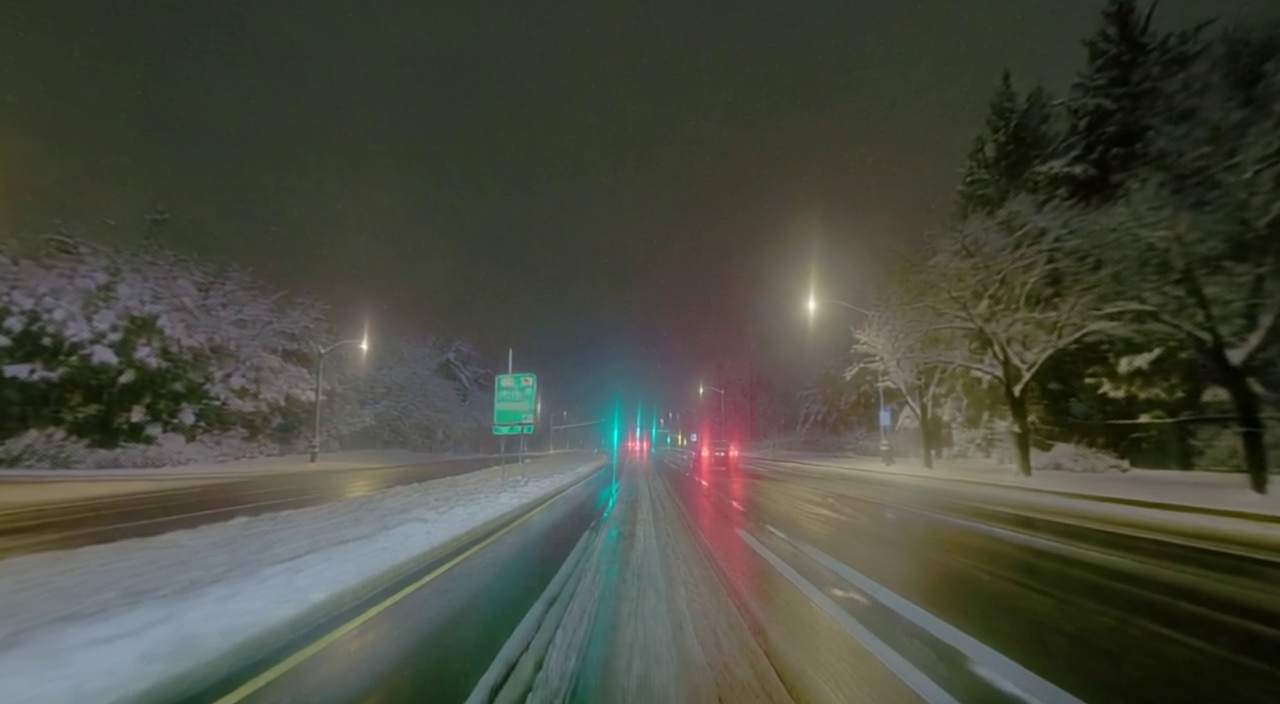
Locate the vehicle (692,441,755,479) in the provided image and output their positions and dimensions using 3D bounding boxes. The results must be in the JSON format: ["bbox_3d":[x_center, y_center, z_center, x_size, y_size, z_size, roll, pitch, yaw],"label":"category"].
[{"bbox_3d":[3.476,4.577,27.062,1.948,1.479,4.620,1,-8,-2],"label":"vehicle"}]
